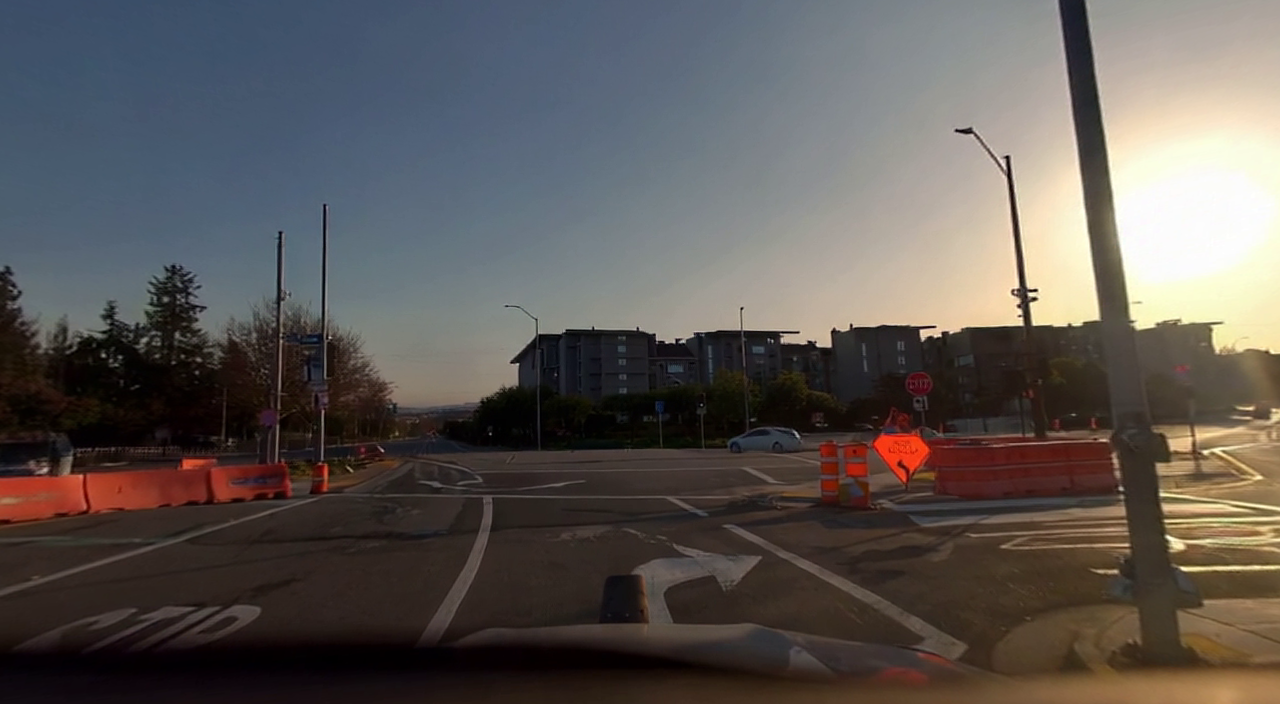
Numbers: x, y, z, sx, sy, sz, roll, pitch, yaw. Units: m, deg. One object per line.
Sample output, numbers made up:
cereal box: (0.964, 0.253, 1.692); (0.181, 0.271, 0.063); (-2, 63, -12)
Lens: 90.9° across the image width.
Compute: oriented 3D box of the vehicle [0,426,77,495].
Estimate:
vehicle: (-17.437, 3.008, 17.743); (2.159, 1.734, 4.292); (7, -11, -41)

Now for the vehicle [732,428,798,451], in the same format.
vehicle: (9.089, 6.416, 45.965); (4.302, 1.628, 1.957); (2, -9, -14)
